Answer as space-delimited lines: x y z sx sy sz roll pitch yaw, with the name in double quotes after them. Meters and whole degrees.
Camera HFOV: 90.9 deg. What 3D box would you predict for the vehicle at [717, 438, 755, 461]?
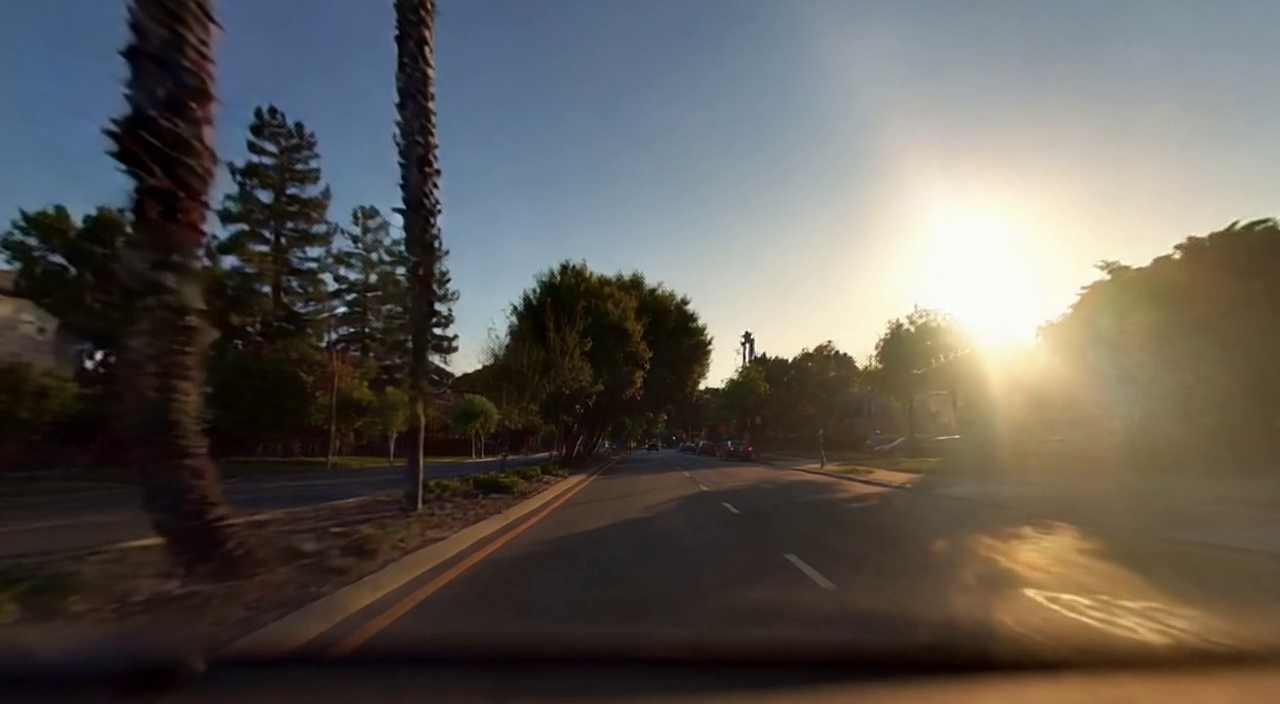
7.200 7.403 47.776 2.126 1.639 4.539 0 -8 -1 "vehicle"
